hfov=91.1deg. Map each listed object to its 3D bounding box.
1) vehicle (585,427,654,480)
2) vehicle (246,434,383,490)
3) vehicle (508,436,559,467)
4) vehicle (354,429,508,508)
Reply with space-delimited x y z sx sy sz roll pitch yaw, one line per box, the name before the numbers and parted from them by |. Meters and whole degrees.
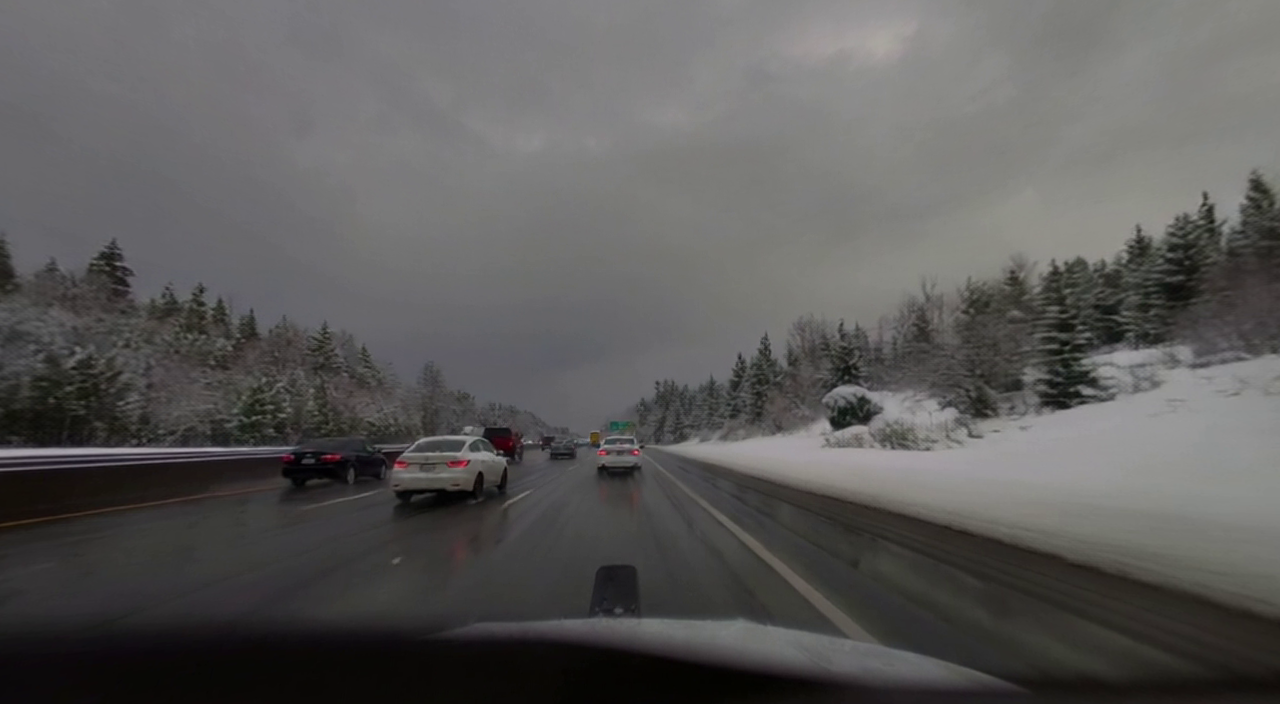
vehicle | -0.697 3.505 21.995 2.178 1.658 3.916 0 -8 -1
vehicle | -9.226 3.109 18.247 1.850 1.439 3.932 0 -8 0
vehicle | -5.197 4.877 31.102 1.835 1.432 3.835 0 -8 0
vehicle | -4.426 2.504 14.139 1.971 1.464 4.386 0 -8 0
